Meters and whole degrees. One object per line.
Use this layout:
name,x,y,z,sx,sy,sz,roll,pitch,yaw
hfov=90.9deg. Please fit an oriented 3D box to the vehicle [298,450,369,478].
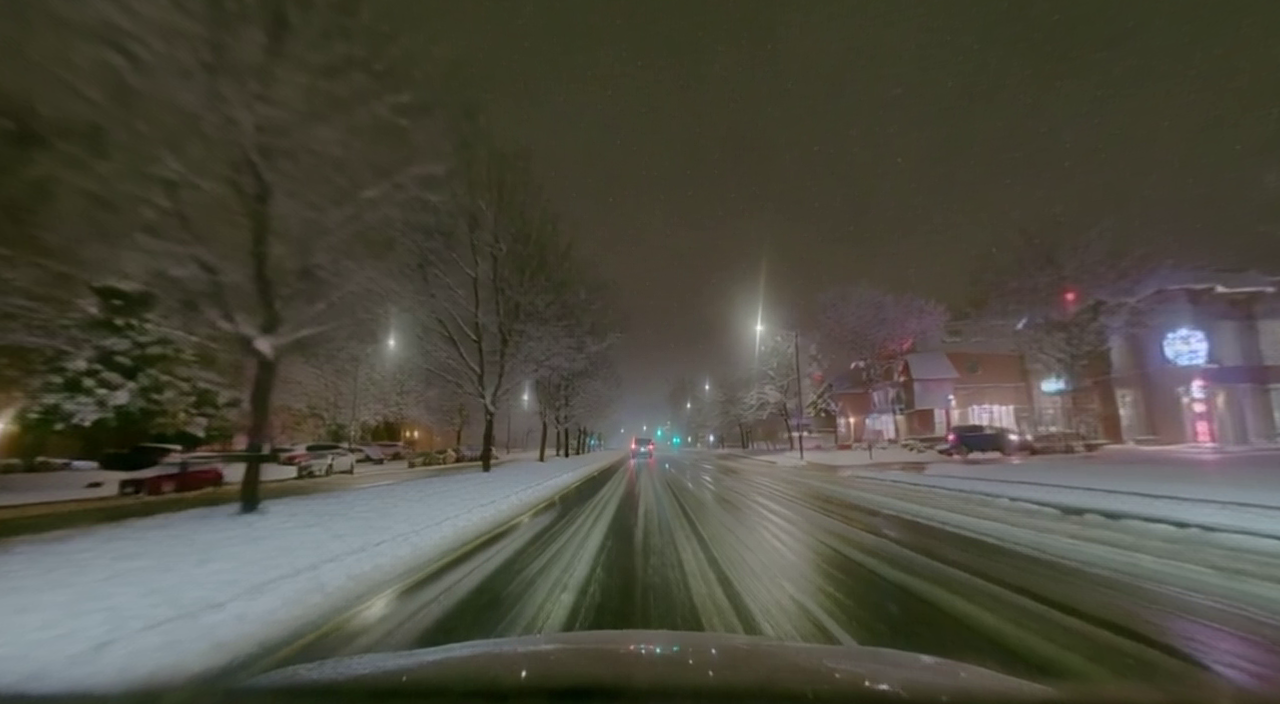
vehicle,-18.914,6.908,39.164,1.814,1.577,5.024,0,-8,1

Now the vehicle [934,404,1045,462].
vehicle,21.991,5.218,40.206,3.006,3.375,6.598,0,-8,-2

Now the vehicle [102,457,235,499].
vehicle,-18.819,5.025,25.489,1.806,1.454,4.599,0,-8,1

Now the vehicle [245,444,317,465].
vehicle,-27.623,7.903,48.615,4.336,1.560,1.980,0,-8,0

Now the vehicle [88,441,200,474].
vehicle,-26.437,5.625,33.693,4.314,1.680,1.822,1,-8,-3
